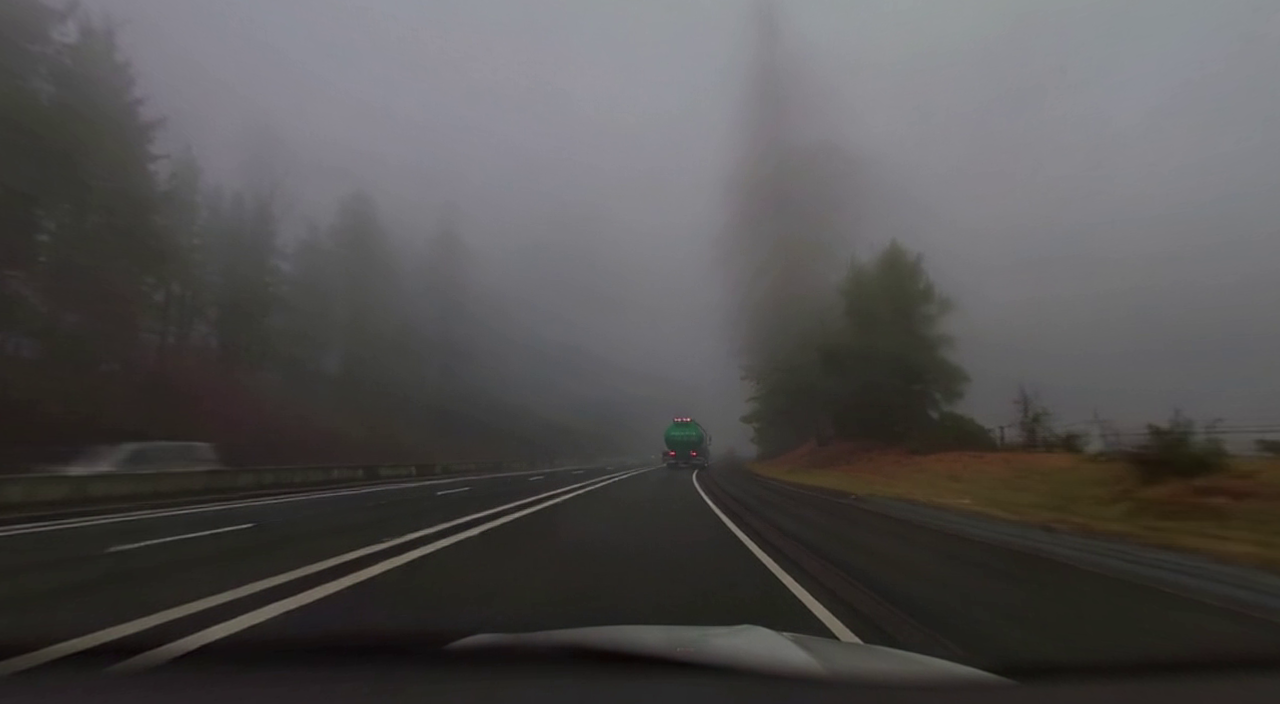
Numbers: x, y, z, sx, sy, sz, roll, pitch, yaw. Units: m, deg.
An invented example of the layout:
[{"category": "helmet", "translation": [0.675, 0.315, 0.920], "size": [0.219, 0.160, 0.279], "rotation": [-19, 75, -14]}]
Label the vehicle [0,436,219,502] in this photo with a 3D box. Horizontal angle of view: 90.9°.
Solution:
[{"category": "vehicle", "translation": [-13.987, 3.043, 16.861], "size": [2.035, 1.503, 4.579], "rotation": [-1, -8, 5]}]

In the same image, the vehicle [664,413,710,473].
[{"category": "vehicle", "translation": [3.632, 6.782, 46.851], "size": [2.907, 3.747, 13.318], "rotation": [0, -9, 6]}]
